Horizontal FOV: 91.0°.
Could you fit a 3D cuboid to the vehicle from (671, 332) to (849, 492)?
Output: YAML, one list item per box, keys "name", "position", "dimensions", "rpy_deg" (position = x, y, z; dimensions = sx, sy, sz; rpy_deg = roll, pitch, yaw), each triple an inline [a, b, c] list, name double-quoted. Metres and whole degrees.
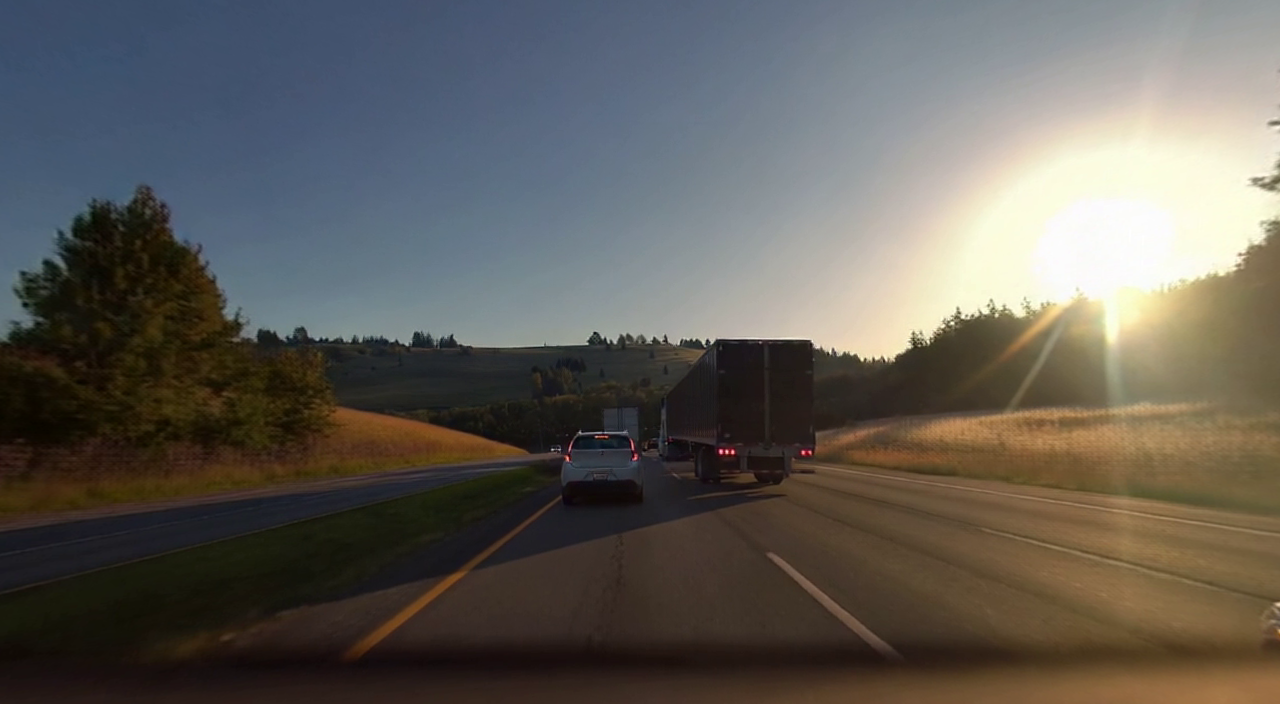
- name: "vehicle"
  position: [3.616, 2.770, 25.228]
  dimensions: [3.591, 4.290, 16.696]
  rpy_deg: [0, -8, -1]

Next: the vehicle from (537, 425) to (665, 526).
- name: "vehicle"
  position: [-0.634, 2.237, 11.942]
  dimensions: [2.009, 1.554, 4.013]
  rpy_deg: [0, -8, -1]

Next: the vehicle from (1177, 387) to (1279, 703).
- name: "vehicle"
  position: [3.555, 0.621, 0.586]
  dimensions: [1.960, 1.515, 4.713]
  rpy_deg: [0, -8, 0]
